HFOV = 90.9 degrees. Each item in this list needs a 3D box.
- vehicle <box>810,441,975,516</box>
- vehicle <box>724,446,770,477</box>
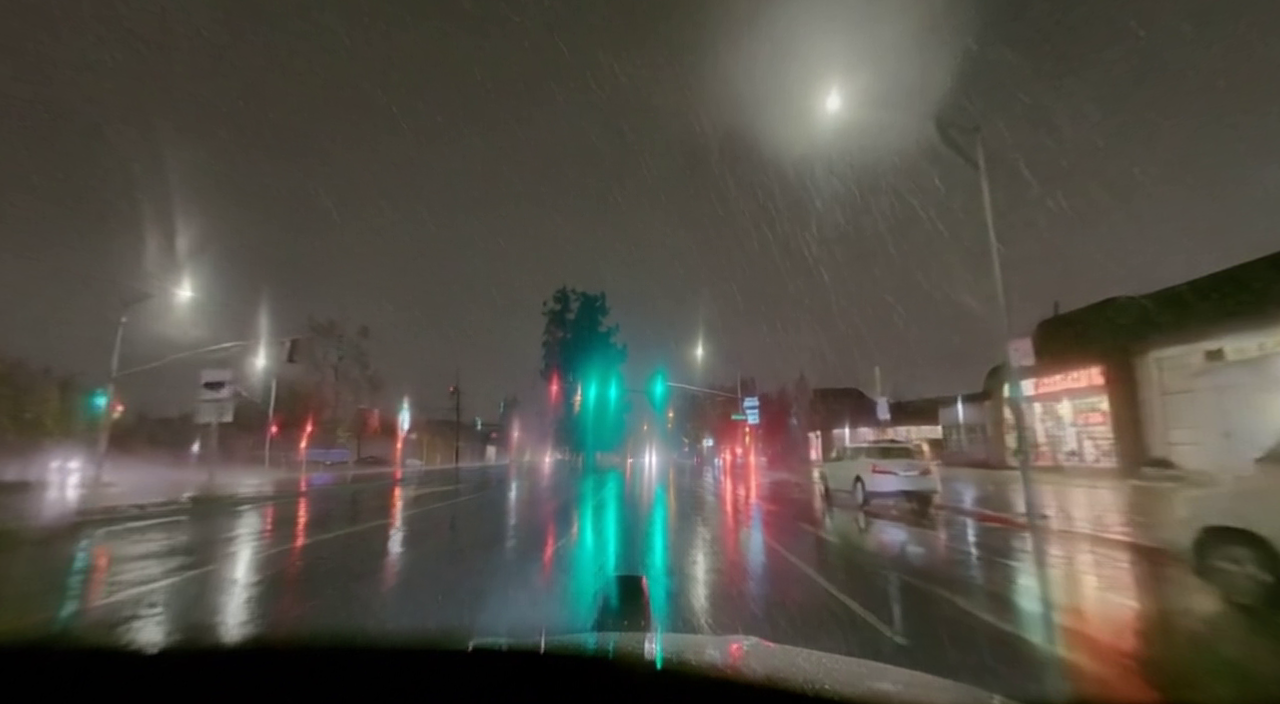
[{"bbox_3d":[5.954,3.038,15.650,2.057,1.541,4.735,0,-9,-1],"label":"vehicle"},{"bbox_3d":[6.154,6.375,36.918,1.845,1.664,5.285,0,-9,1],"label":"vehicle"}]
